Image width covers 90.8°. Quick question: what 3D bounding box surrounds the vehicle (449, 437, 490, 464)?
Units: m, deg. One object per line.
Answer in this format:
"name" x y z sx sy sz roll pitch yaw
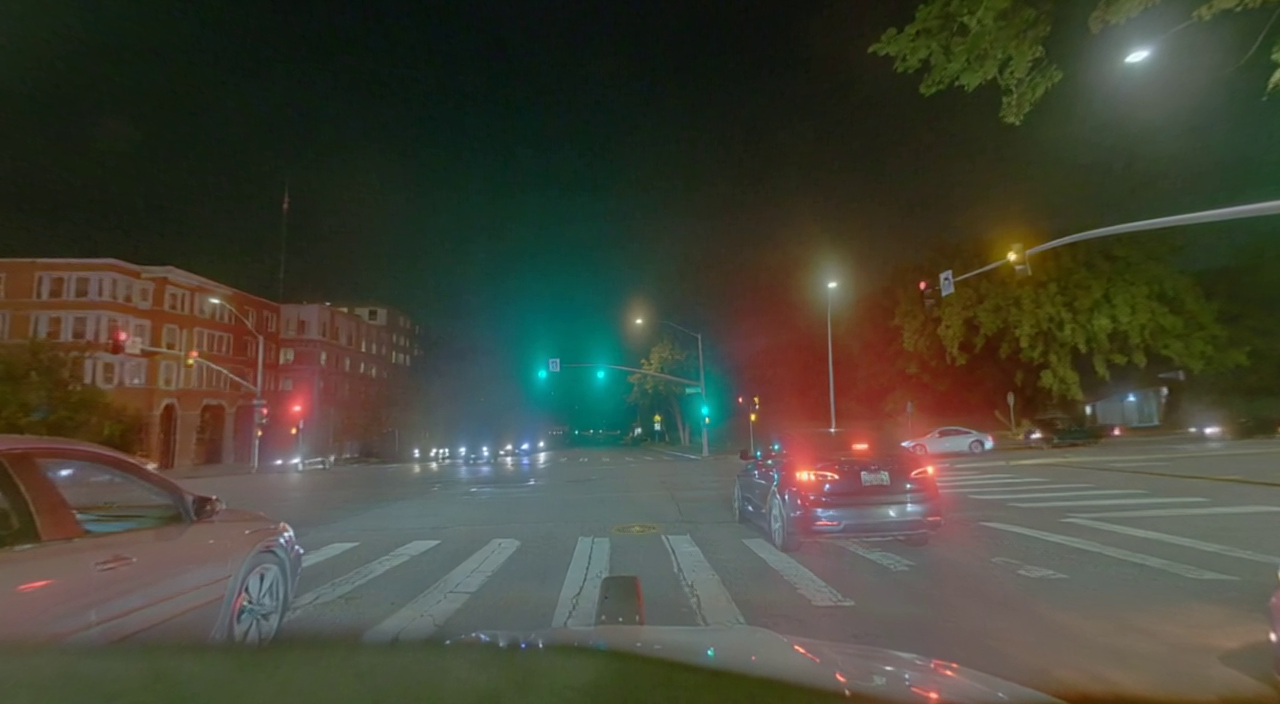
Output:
"vehicle" -12.797 7.412 47.603 2.051 1.715 4.346 -2 -6 -2

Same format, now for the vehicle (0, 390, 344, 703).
"vehicle" -3.068 0.886 2.153 1.919 1.478 4.720 0 -8 -1

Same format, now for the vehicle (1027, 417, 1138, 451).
"vehicle" 24.485 4.547 35.087 4.611 1.797 2.096 0 -8 -2

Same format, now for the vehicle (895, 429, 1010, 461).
"vehicle" 15.554 4.643 31.619 4.660 1.495 2.007 0 -8 -2

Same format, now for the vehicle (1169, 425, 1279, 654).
"vehicle" 4.940 0.982 2.559 1.949 1.449 4.530 -1 -8 5
